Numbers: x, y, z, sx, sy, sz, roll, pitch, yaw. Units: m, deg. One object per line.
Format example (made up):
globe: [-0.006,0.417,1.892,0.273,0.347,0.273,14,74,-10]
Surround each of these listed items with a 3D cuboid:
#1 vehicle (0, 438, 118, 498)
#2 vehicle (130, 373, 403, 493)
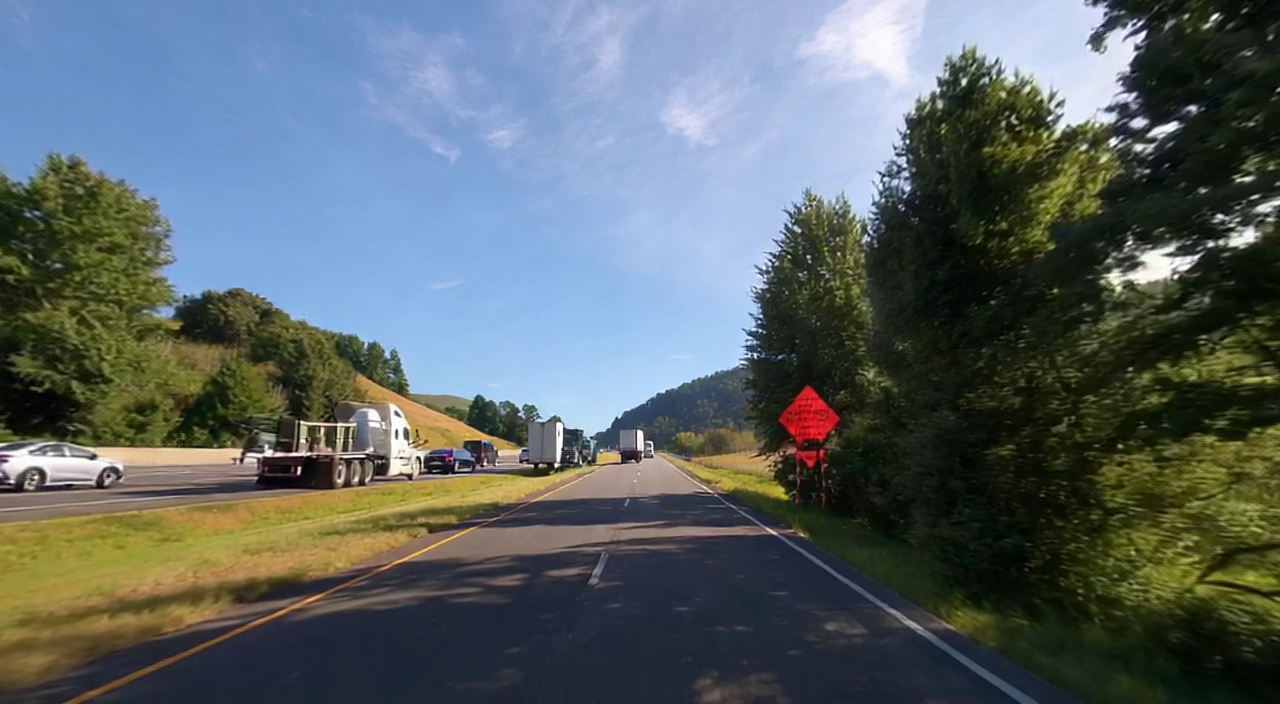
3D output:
vehicle: [-18.107,3.359,18.414,1.856,1.628,4.109,-1,-9,7]
vehicle: [-13.481,3.332,24.837,2.745,3.617,11.590,-1,-9,5]
